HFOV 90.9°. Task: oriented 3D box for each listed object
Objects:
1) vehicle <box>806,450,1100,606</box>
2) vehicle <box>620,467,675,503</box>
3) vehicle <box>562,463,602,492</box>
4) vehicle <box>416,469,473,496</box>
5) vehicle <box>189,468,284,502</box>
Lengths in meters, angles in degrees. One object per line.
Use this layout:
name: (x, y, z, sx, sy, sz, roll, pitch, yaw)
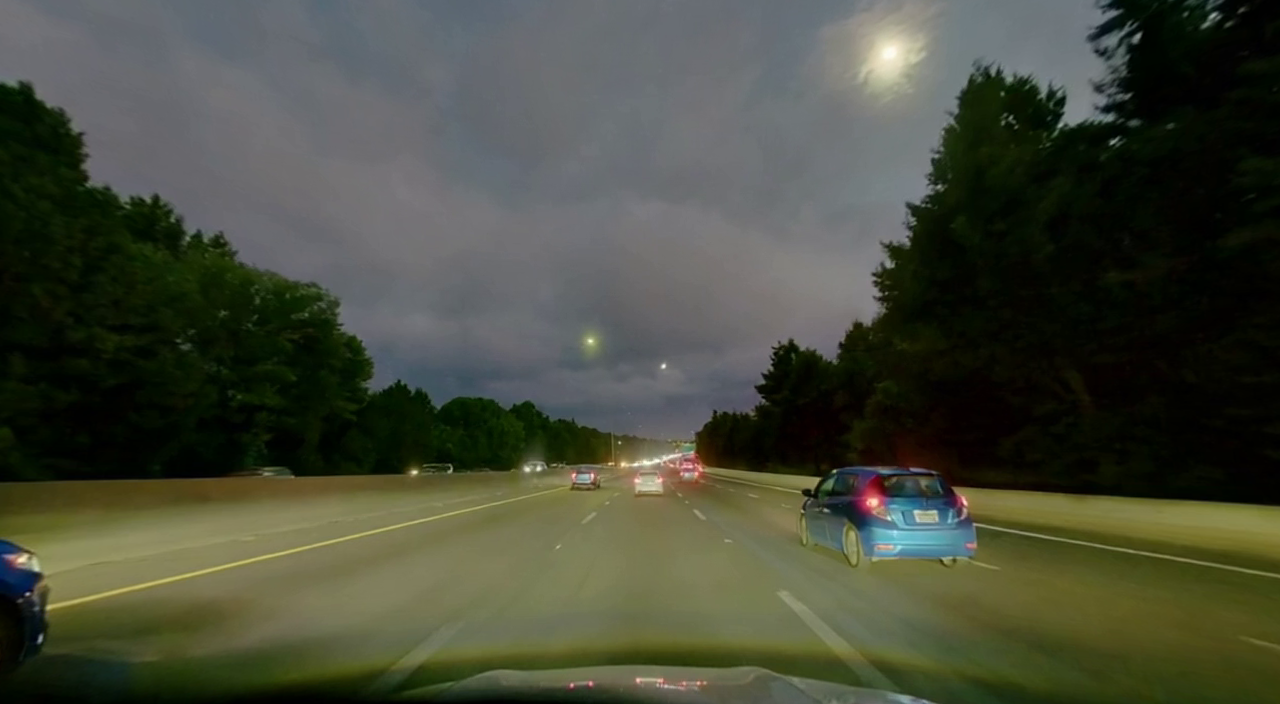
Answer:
vehicle: (3.743, 2.174, 8.465, 1.938, 1.561, 3.786, 1, -10, -1)
vehicle: (0.314, 5.754, 27.498, 2.241, 1.425, 3.973, 1, -10, 0)
vehicle: (-3.539, 7.808, 39.375, 2.021, 1.706, 4.247, 1, -10, 1)
vehicle: (-11.559, 7.723, 37.577, 1.873, 1.471, 4.551, 0, -10, 1)
vehicle: (-19.783, 6.499, 31.120, 1.882, 1.502, 4.099, 0, -10, 2)
